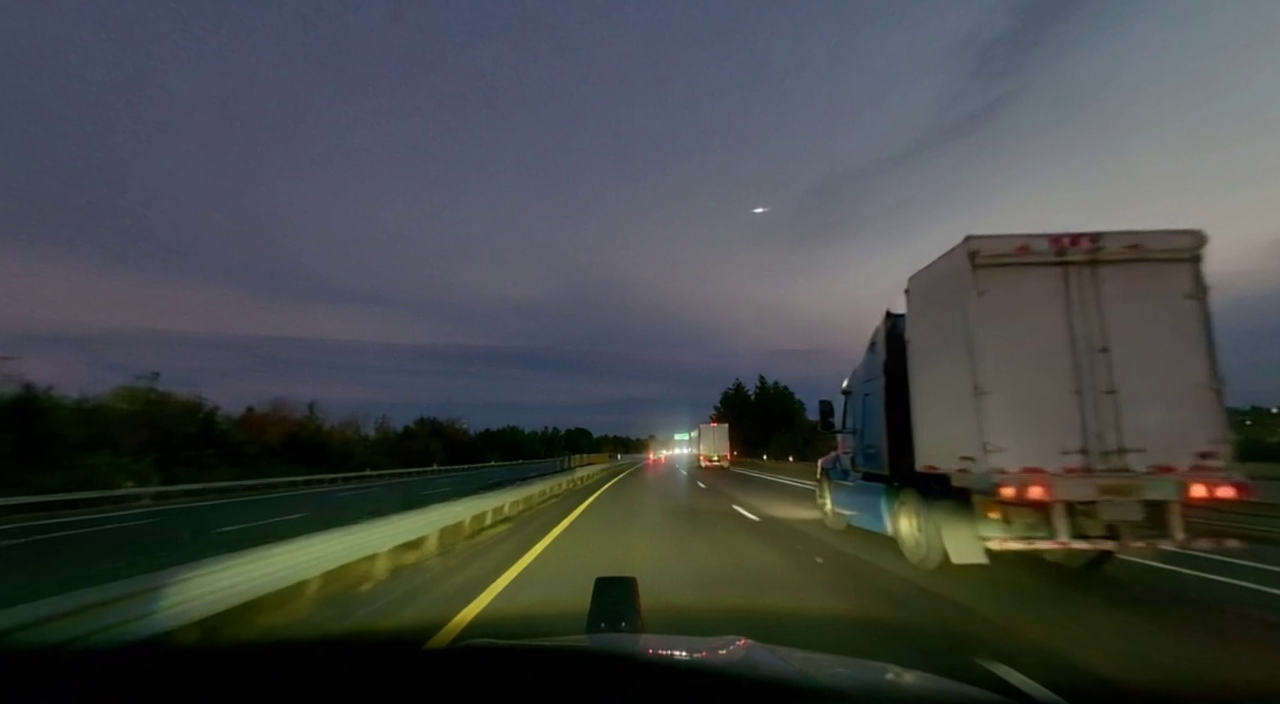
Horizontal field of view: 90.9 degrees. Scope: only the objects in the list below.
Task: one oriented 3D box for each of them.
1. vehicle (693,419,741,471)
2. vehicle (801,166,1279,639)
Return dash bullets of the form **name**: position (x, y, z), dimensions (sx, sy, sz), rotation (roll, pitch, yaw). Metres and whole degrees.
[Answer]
- **vehicle**: position (5.276, 6.600, 44.508), dimensions (2.682, 3.349, 7.138), rotation (0, -9, 2)
- **vehicle**: position (4.295, 0.755, 7.791), dimensions (2.990, 3.561, 6.145), rotation (0, -9, 1)
